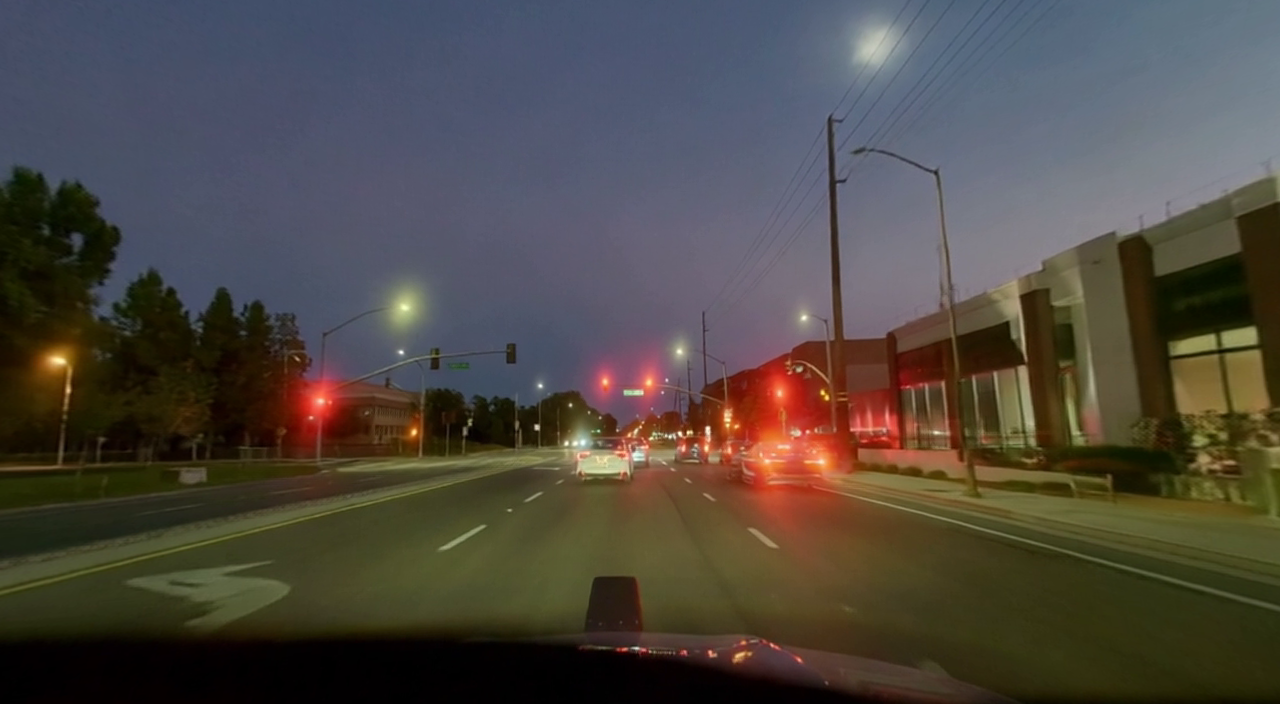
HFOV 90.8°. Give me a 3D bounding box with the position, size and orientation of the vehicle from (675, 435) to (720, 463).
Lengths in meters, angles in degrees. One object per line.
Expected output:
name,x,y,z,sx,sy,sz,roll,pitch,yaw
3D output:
vehicle,3.200,5.478,35.889,1.945,1.470,4.363,0,-8,-3

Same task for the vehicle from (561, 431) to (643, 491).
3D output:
vehicle,-0.969,3.056,18.042,2.075,1.470,3.962,0,-8,0
